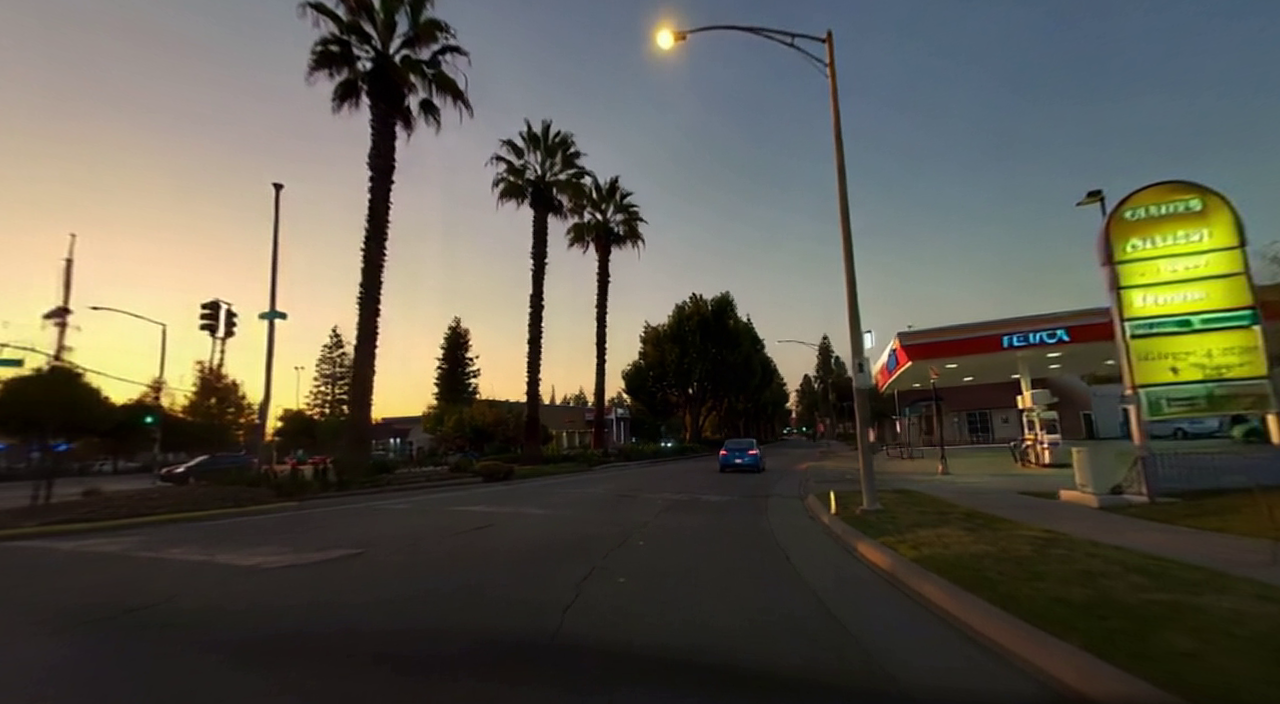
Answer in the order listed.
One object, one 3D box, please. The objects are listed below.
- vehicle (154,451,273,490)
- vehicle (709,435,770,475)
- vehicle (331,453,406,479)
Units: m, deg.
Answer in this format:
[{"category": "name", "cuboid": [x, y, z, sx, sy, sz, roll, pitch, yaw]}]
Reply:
[{"category": "vehicle", "cuboid": [-19.979, 5.519, 29.752, 1.884, 1.651, 4.330, -2, -9, 16]}, {"category": "vehicle", "cuboid": [4.249, 4.278, 26.275, 2.050, 1.509, 4.148, -2, -9, 15]}, {"category": "vehicle", "cuboid": [-17.160, 7.198, 40.028, 1.825, 1.441, 4.656, -2, -9, 15]}]
